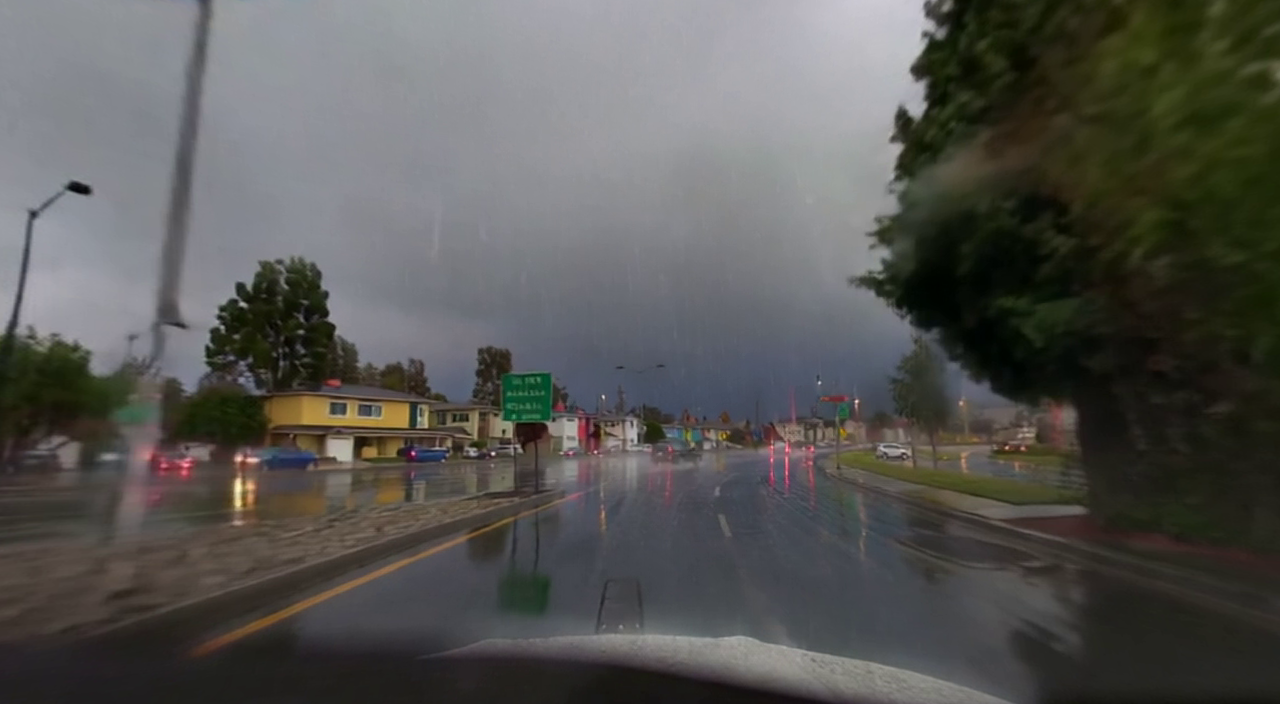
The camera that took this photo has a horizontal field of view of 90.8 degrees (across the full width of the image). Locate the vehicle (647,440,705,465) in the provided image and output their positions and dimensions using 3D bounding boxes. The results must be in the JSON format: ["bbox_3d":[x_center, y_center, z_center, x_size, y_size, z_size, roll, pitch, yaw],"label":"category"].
[{"bbox_3d":[2.428,6.571,41.374,2.081,1.489,4.863,-4,-10,26],"label":"vehicle"}]

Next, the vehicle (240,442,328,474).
[{"bbox_3d":[-18.240,5.418,32.516,1.753,1.553,3.575,-3,-9,20],"label":"vehicle"}]

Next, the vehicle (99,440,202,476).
[{"bbox_3d":[-29.831,6.548,38.678,1.944,1.714,4.408,-8,-16,22],"label":"vehicle"}]

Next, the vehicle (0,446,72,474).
[{"bbox_3d":[-36.652,6.476,38.027,4.207,1.612,1.951,-4,-9,24],"label":"vehicle"}]
